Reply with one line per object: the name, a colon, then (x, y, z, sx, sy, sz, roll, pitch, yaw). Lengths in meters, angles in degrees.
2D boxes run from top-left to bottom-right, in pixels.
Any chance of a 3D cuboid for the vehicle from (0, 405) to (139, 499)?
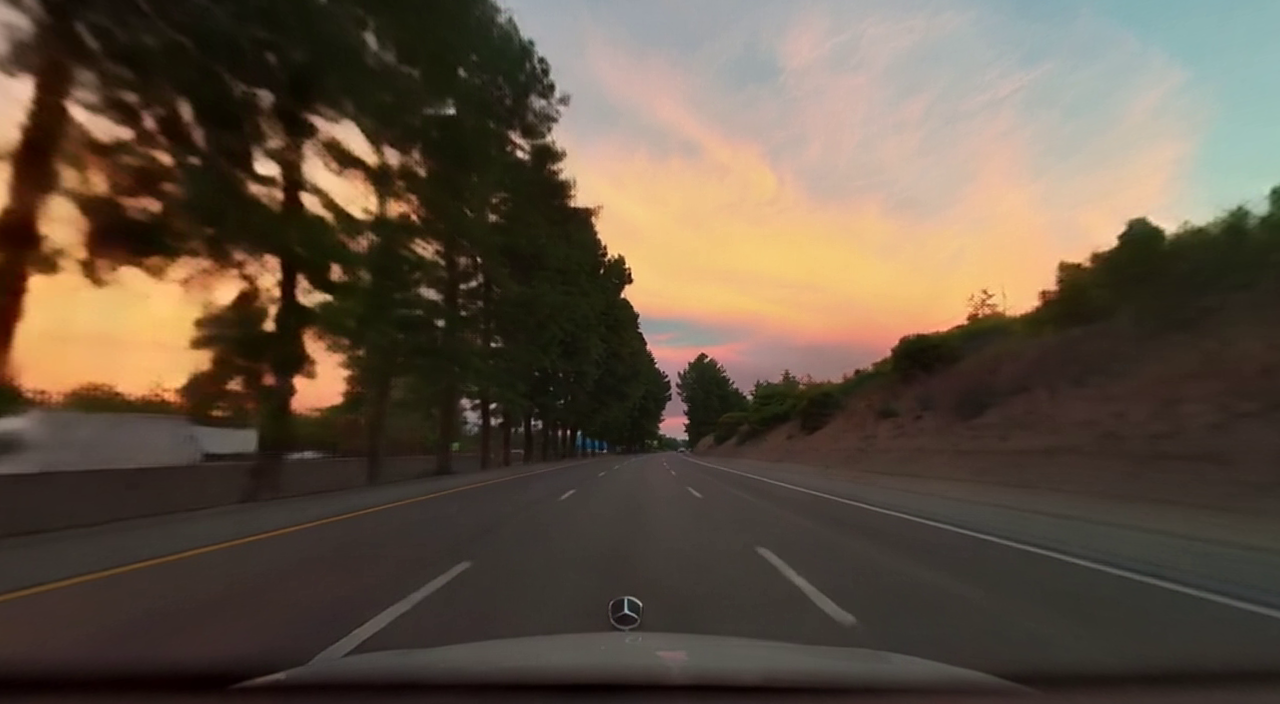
vehicle: (-19.790, 3.140, 19.765, 2.460, 2.687, 6.728, 0, -9, 0)
